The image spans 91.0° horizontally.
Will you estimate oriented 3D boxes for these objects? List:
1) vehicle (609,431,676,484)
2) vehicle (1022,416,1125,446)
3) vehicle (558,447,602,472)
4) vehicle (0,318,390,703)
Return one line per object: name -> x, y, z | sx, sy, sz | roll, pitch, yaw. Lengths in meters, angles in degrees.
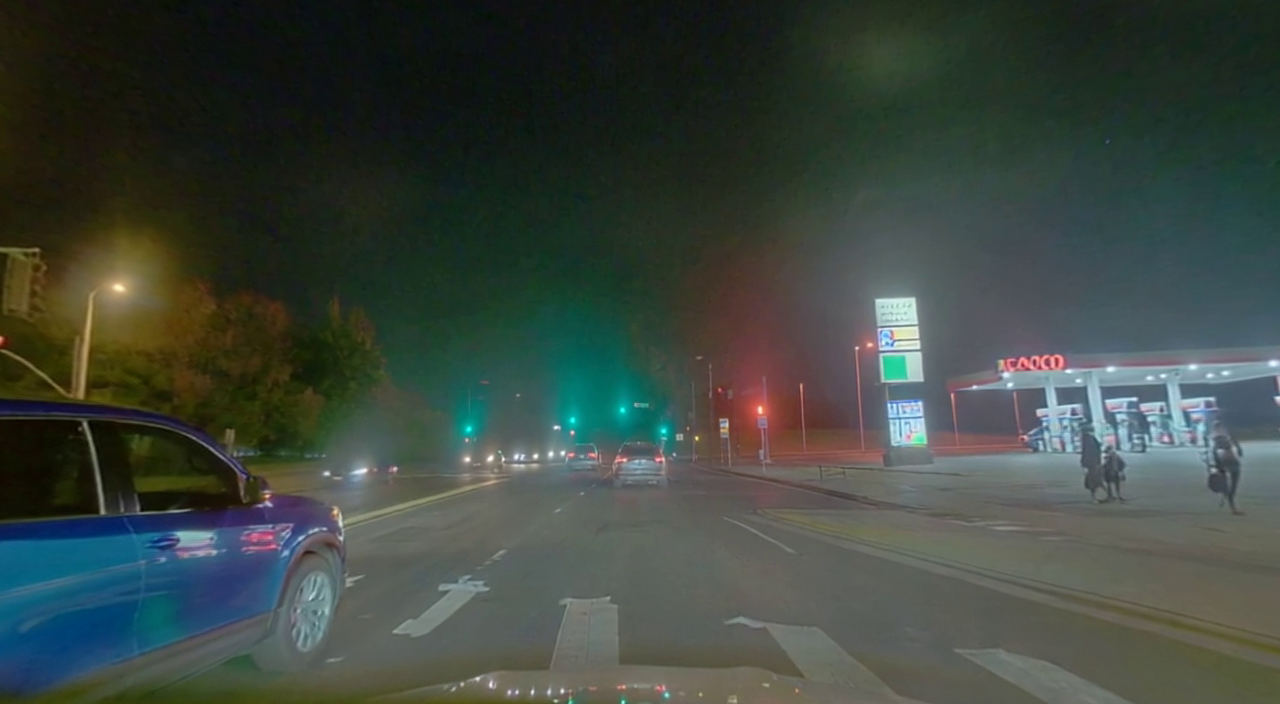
vehicle -> 0.055, 4.444, 26.933 | 2.552, 1.999, 5.498 | 0, -8, -1
vehicle -> 28.340, 5.213, 41.266 | 5.102, 1.893, 2.120 | 0, -9, -1
vehicle -> -3.636, 6.638, 39.168 | 2.192, 1.458, 4.594 | 0, -8, 1
vehicle -> -3.132, 0.863, 2.571 | 2.247, 1.734, 4.919 | 0, -8, -1
